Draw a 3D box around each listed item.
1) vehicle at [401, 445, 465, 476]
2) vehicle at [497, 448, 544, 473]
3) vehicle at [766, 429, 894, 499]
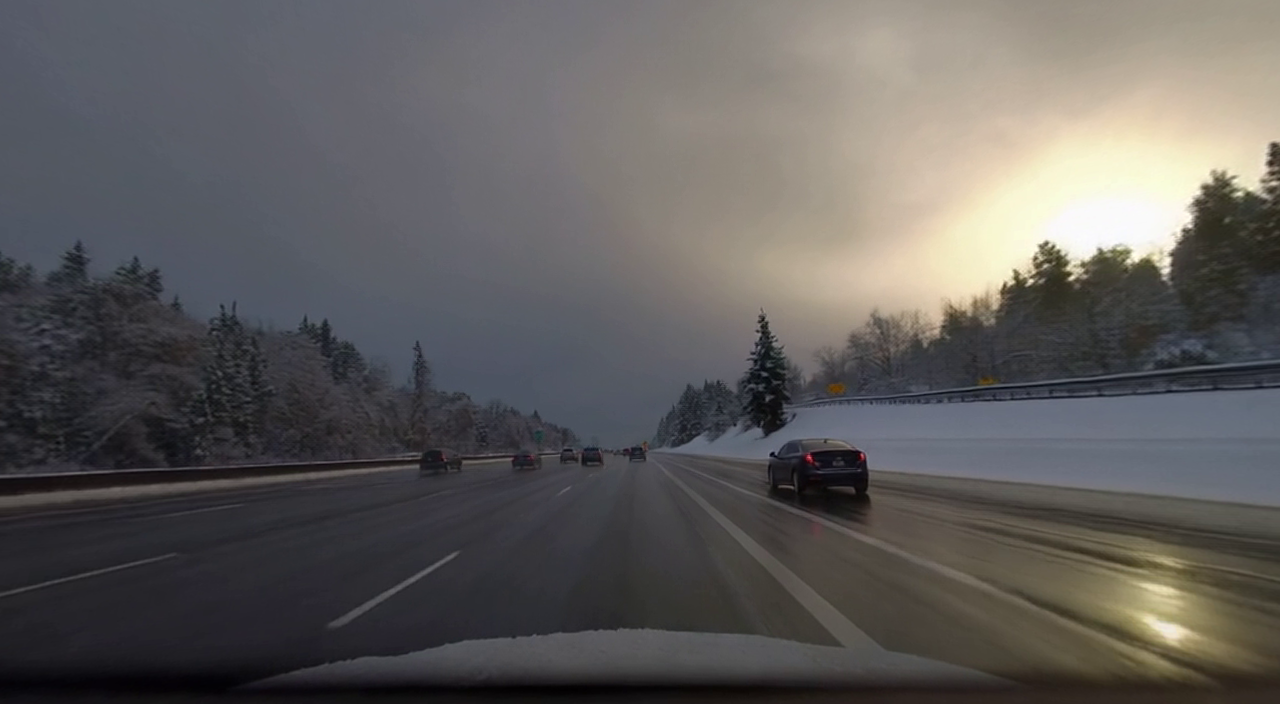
[{"bbox_3d":[-11.605,6.108,35.645,2.107,1.628,4.446,0,-9,0],"label":"vehicle"},{"bbox_3d":[-7.561,6.884,40.284,2.071,1.486,4.703,0,-9,0],"label":"vehicle"},{"bbox_3d":[5.494,3.328,19.045,2.259,1.816,4.862,0,-9,-1],"label":"vehicle"}]
